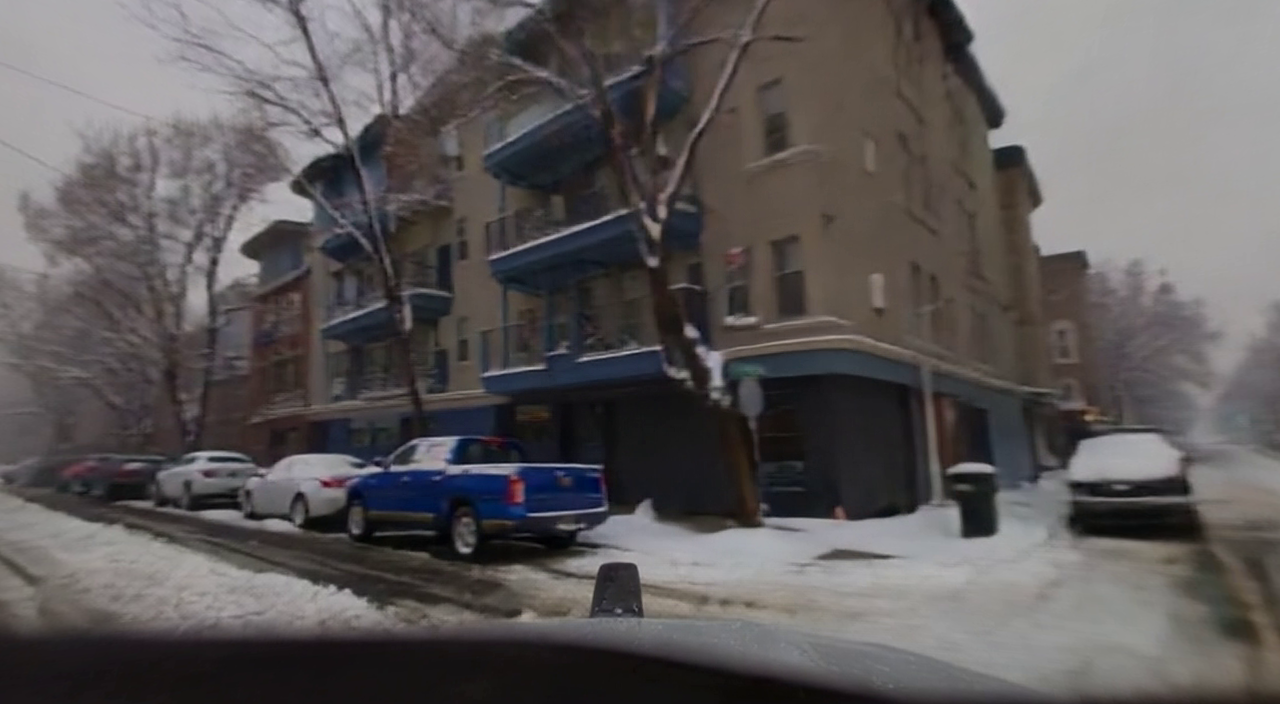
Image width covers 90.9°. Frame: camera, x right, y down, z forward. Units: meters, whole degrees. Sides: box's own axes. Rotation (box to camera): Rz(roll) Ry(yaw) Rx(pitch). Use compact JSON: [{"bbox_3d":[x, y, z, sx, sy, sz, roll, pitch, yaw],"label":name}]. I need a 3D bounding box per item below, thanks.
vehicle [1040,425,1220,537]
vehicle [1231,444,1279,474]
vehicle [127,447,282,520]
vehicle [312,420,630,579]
[{"bbox_3d":[7.948,1.979,10.291,1.882,1.459,3.518,-7,-10,38],"label":"vehicle"},{"bbox_3d":[37.108,6.346,37.607,2.341,1.675,4.360,-8,-11,40],"label":"vehicle"},{"bbox_3d":[-11.482,3.327,16.503,4.543,1.595,1.968,-7,-10,38],"label":"vehicle"},{"bbox_3d":[-2.560,1.875,8.899,4.679,1.631,2.025,-8,-11,40],"label":"vehicle"}]
